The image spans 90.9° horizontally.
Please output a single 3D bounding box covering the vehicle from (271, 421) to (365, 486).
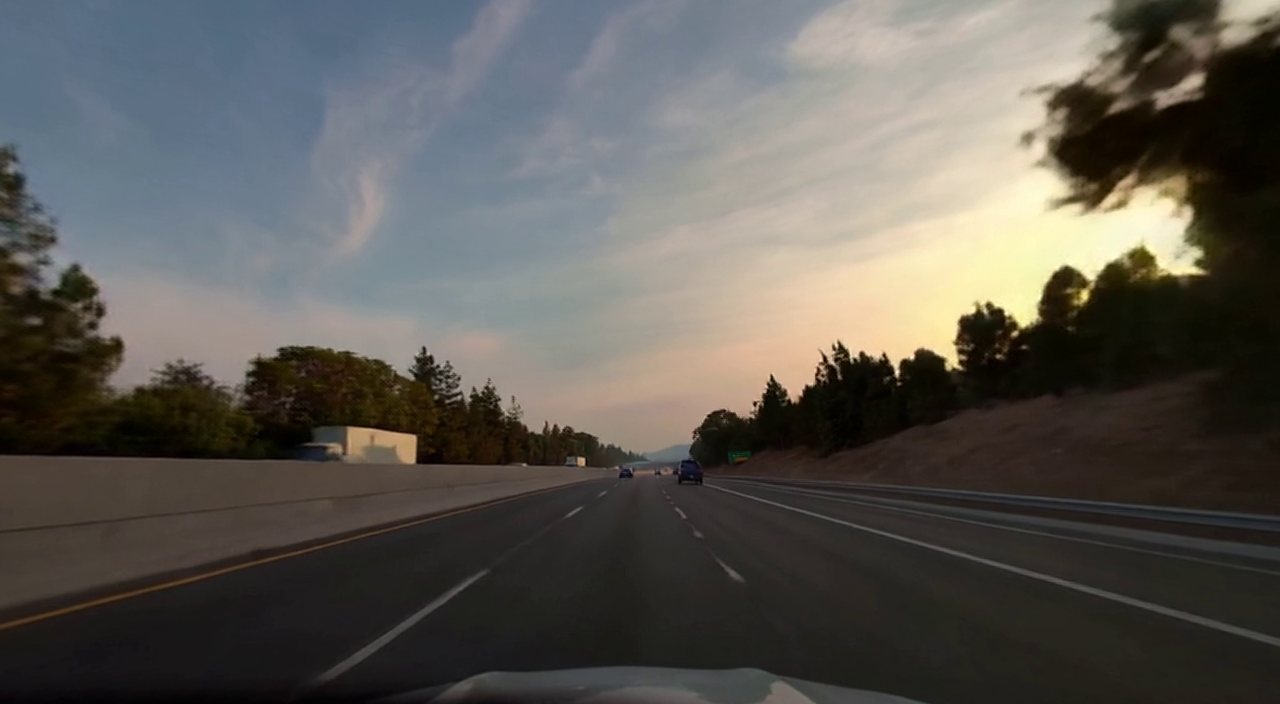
[{"bbox_3d":[-21.733,6.991,42.978,3.009,4.028,5.845,1,-10,1],"label":"vehicle"}]

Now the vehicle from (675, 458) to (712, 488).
[{"bbox_3d":[3.615,8.304,43.398,2.093,1.933,4.623,1,-10,0],"label":"vehicle"}]
